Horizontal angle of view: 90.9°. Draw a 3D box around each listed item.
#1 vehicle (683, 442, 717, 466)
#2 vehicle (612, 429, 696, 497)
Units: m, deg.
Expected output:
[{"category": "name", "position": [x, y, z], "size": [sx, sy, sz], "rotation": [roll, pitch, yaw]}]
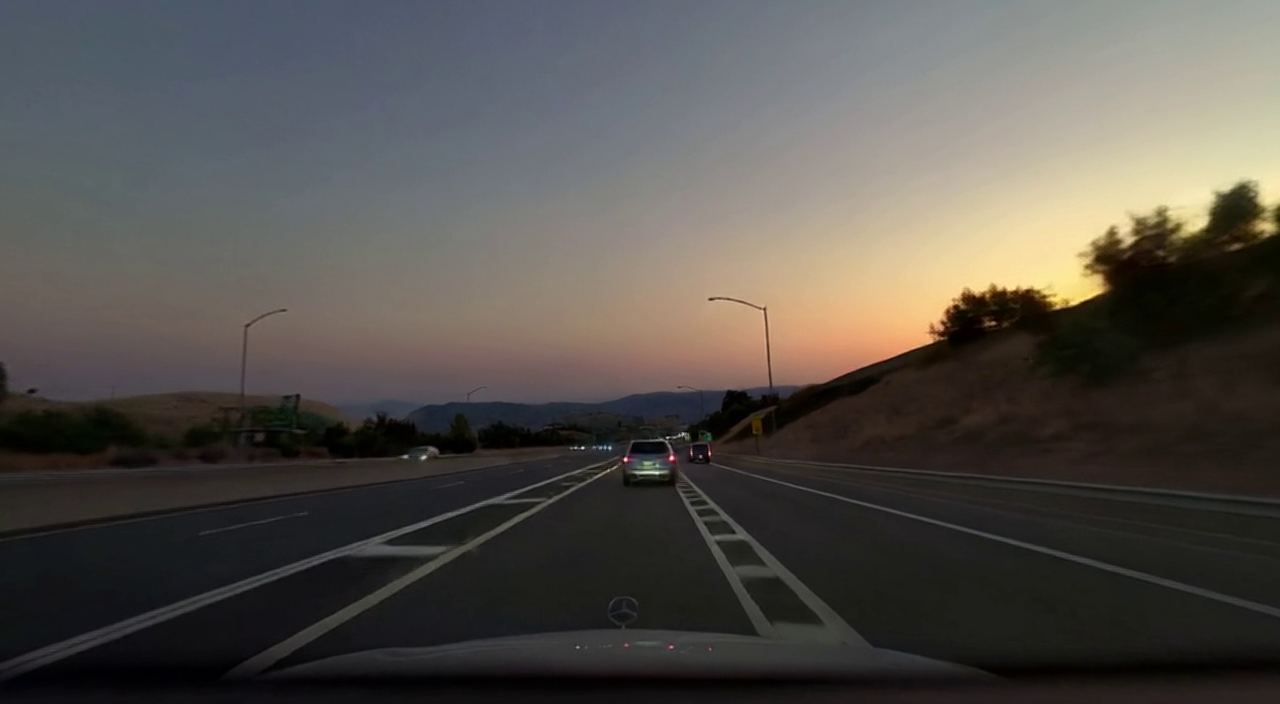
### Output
[{"category": "vehicle", "position": [4.311, 7.341, 45.705], "size": [2.073, 1.621, 3.993], "rotation": [-1, -9, 0]}, {"category": "vehicle", "position": [0.426, 3.204, 18.538], "size": [2.143, 1.693, 4.513], "rotation": [-1, -9, 2]}]
